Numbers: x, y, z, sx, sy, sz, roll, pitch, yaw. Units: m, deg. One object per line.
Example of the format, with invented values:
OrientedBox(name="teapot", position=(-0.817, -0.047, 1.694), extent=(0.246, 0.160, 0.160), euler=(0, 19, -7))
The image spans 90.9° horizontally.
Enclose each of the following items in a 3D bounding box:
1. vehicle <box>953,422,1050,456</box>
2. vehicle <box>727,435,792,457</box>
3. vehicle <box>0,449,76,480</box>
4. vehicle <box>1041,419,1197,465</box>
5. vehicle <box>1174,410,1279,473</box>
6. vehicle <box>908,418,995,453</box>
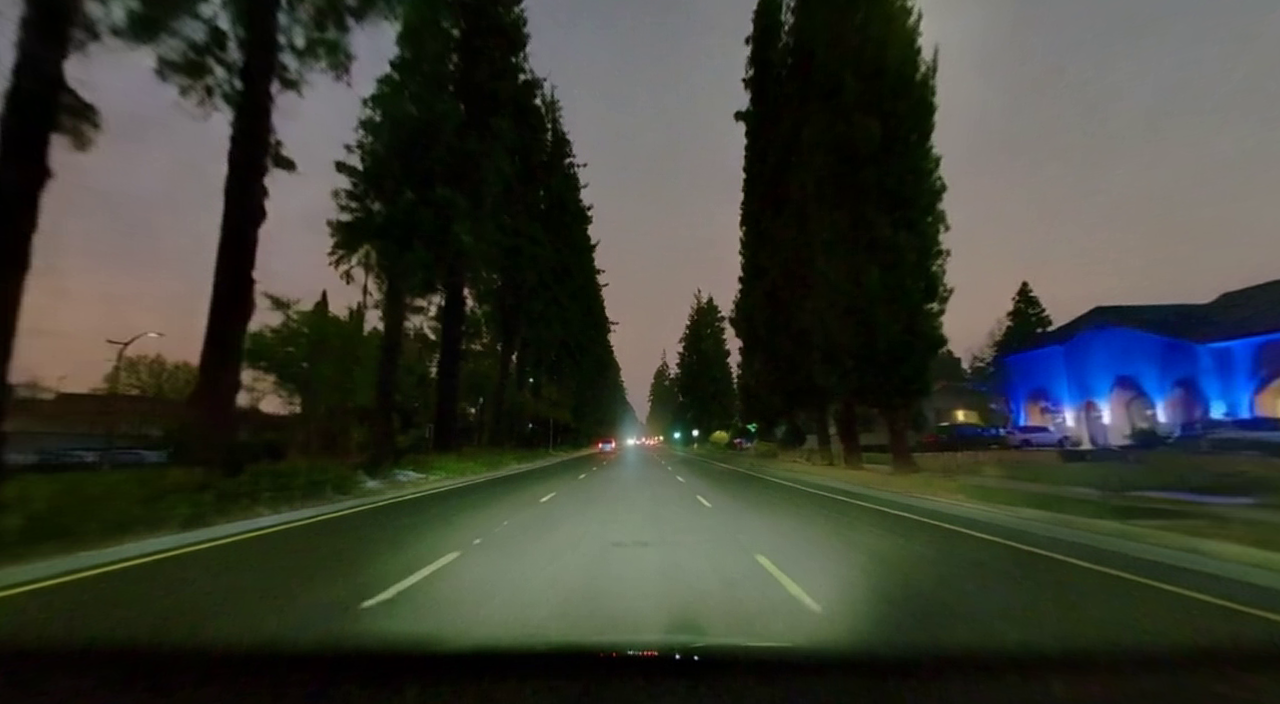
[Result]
OrientedBox(name="vehicle", position=(17.028, 4.177, 30.011), extent=(1.825, 1.458, 4.689), euler=(0, -8, 0))
OrientedBox(name="vehicle", position=(8.725, 6.933, 46.435), extent=(4.575, 1.514, 1.932), euler=(-1, -8, 7))
OrientedBox(name="vehicle", position=(-37.625, 6.817, 38.520), extent=(1.900, 1.685, 4.572), euler=(0, -8, 1))
OrientedBox(name="vehicle", position=(16.956, 3.237, 22.701), extent=(1.804, 1.468, 4.699), euler=(0, -8, -2))
OrientedBox(name="vehicle", position=(16.598, 2.277, 16.087), extent=(1.968, 1.511, 4.497), euler=(0, -8, 1))
OrientedBox(name="vehicle", position=(17.472, 4.765, 35.762), extent=(2.094, 1.813, 5.789), euler=(-1, -8, 1))
